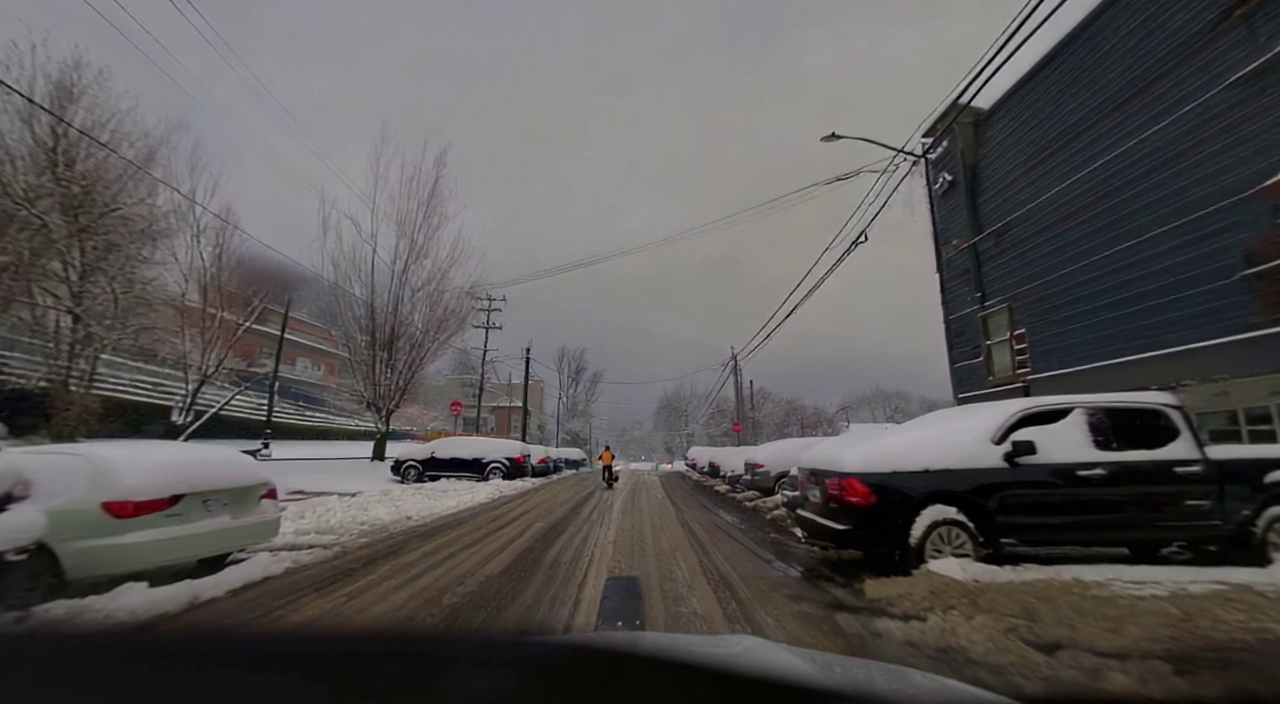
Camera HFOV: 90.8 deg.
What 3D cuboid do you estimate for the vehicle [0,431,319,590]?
[{"bbox_3d":[-6.704,1.751,7.502,4.672,1.474,1.859,3,-11,1],"label":"vehicle"}]

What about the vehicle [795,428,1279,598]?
[{"bbox_3d":[4.962,1.727,7.289,5.762,1.626,2.184,0,-9,1],"label":"vehicle"}]

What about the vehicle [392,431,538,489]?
[{"bbox_3d":[-6.335,3.977,23.337,4.727,1.976,1.970,0,-10,1],"label":"vehicle"}]

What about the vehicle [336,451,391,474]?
[{"bbox_3d":[-19.182,7.683,44.062,1.834,1.459,4.181,0,-9,2],"label":"vehicle"}]
